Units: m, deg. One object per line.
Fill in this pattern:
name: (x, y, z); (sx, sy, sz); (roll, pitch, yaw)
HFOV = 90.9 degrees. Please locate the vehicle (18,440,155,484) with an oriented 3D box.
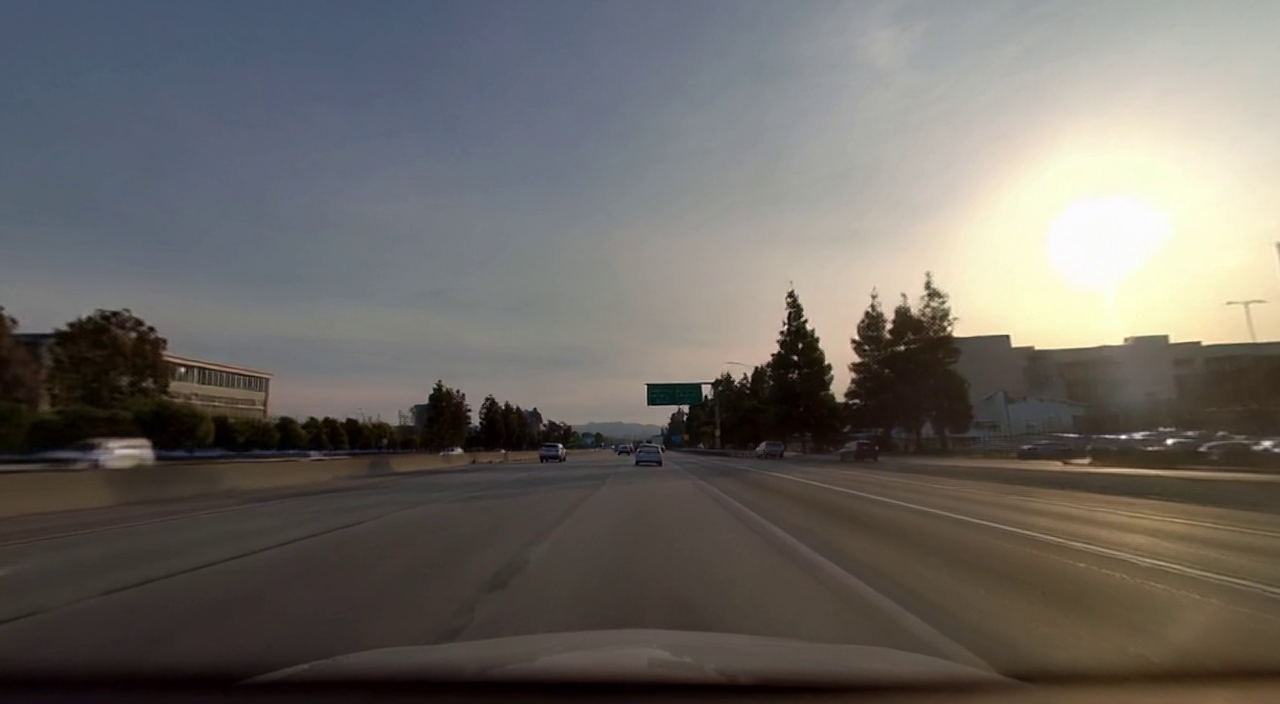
vehicle: (-30.946, 6.132, 35.651); (2.308, 2.200, 6.021); (0, -8, -1)

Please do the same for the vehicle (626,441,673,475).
vehicle: (0.407, 5.006, 29.952); (2.112, 1.482, 4.082); (0, -8, 0)

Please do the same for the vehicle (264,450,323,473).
vehicle: (-25.096, 7.907, 45.804); (1.777, 1.486, 4.357); (0, -8, 0)

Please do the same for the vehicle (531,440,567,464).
vehicle: (-7.122, 7.881, 49.844); (2.093, 1.789, 4.399); (0, -8, 1)
